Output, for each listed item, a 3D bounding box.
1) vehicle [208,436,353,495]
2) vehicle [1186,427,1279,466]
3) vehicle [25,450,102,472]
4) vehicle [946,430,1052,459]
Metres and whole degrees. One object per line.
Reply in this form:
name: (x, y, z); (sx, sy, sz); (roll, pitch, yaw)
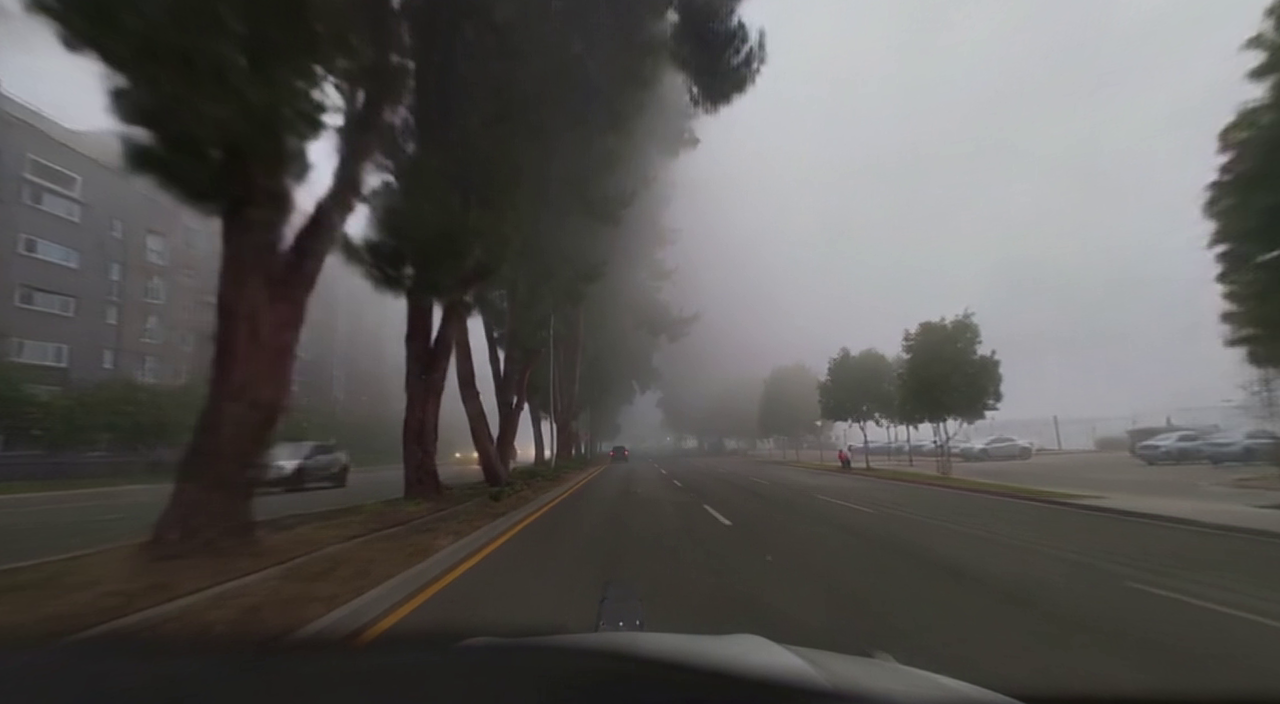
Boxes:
vehicle: (-12.218, 3.870, 21.952); (2.250, 1.788, 4.684); (0, -9, 0)
vehicle: (25.916, 3.961, 26.559); (4.068, 1.546, 2.017); (1, -8, -4)
vehicle: (-45.033, 8.481, 49.363); (4.235, 1.611, 2.127); (8, -12, -44)
vehicle: (22.480, 5.834, 39.659); (5.320, 1.722, 2.651); (2, -9, -15)
